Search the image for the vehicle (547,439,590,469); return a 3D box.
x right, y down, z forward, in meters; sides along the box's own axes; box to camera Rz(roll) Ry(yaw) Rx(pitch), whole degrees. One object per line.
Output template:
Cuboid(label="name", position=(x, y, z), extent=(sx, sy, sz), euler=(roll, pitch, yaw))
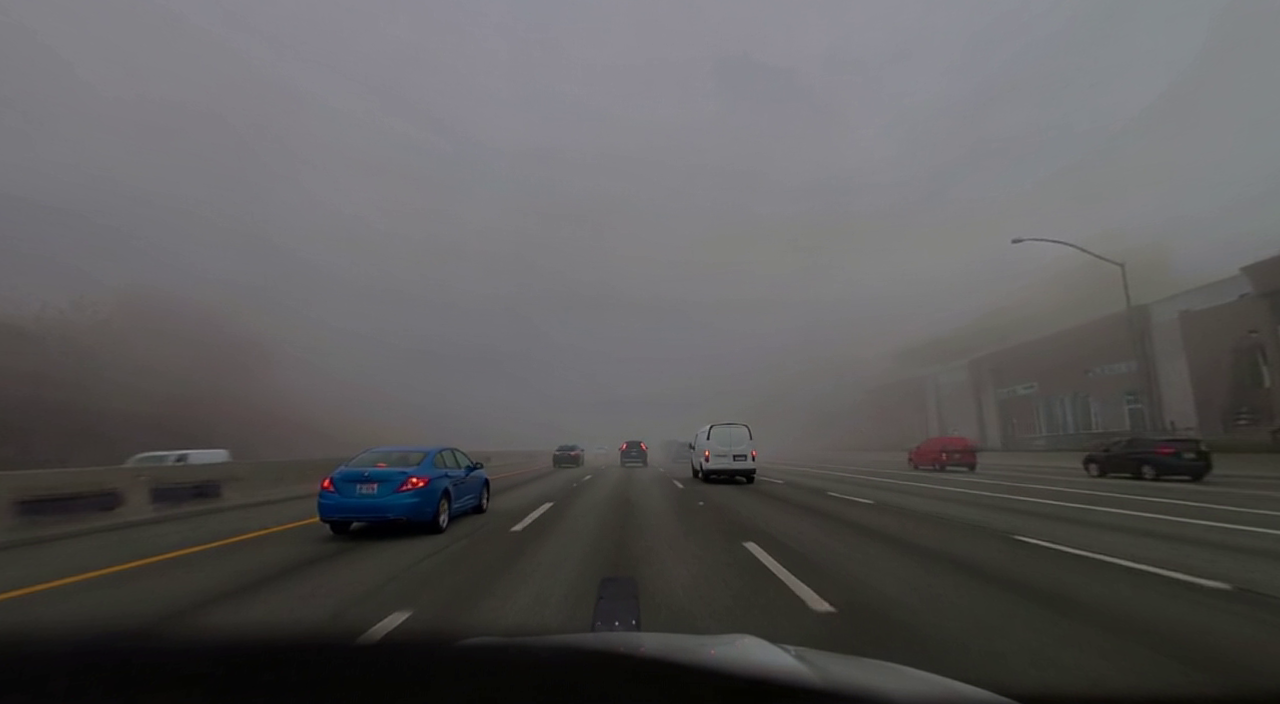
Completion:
Cuboid(label="vehicle", position=(-4.438, 6.408, 39.883), extent=(2.109, 1.793, 4.613), euler=(0, -9, 0))

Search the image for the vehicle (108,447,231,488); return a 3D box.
Cuboid(label="vehicle", position=(-20.897, 5.126, 28.345), extent=(1.990, 1.679, 4.512), euler=(0, -9, 0))

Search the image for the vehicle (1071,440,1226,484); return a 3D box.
Cuboid(label="vehicle", position=(18.868, 4.098, 23.825), extent=(2.020, 1.483, 4.779), euler=(0, -9, 2))

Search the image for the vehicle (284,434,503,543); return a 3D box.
Cuboid(label="vehicle", position=(-3.853, 2.205, 10.872), extent=(1.991, 1.469, 4.381), euler=(0, -9, 0))

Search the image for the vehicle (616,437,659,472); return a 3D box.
Cuboid(label="vehicle", position=(-0.145, 5.602, 34.679), extent=(2.212, 1.786, 4.198), euler=(0, -9, -1))

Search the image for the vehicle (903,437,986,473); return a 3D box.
Cuboid(label="vehicle", position=(15.749, 5.357, 33.010), extent=(2.010, 1.721, 4.871), euler=(0, -9, 2))

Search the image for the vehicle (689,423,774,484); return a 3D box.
Cuboid(label="vehicle", position=(3.381, 3.926, 24.669), extent=(2.250, 2.074, 5.723), euler=(0, -9, -2))
